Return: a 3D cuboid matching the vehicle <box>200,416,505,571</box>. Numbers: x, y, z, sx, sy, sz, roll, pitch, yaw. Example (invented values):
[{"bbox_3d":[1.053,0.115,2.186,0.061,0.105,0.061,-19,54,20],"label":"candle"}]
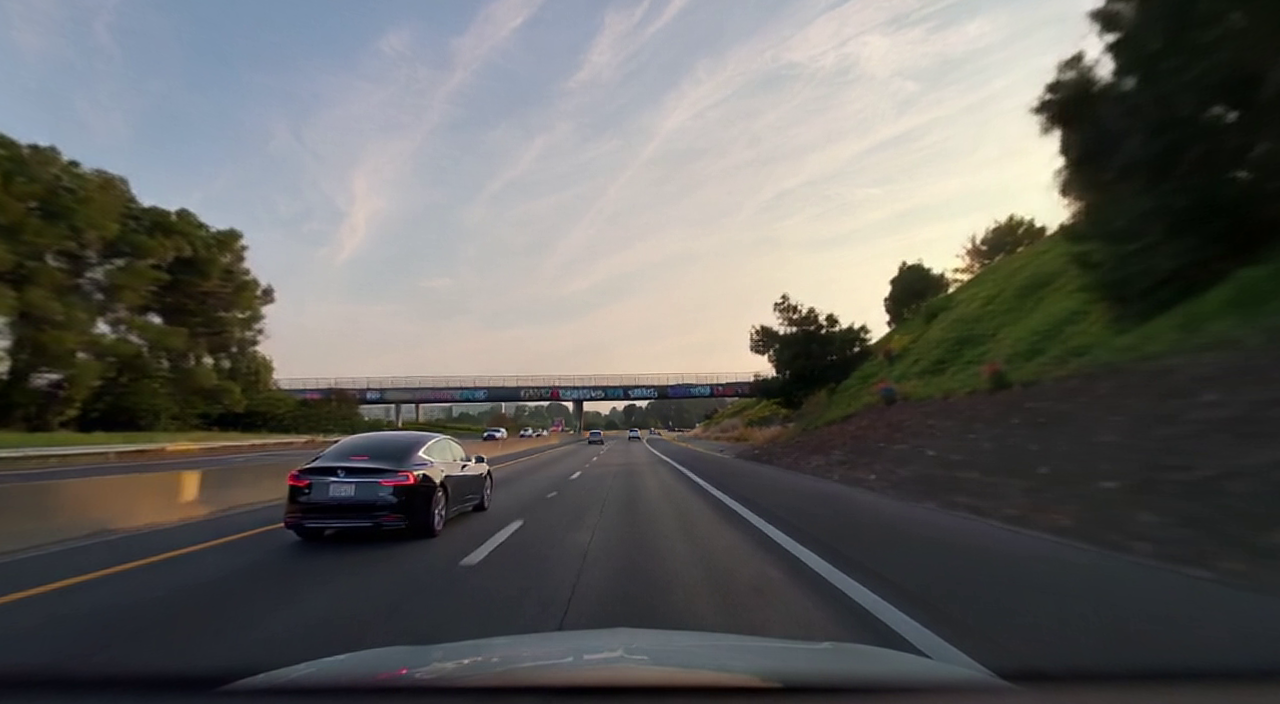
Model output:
[{"bbox_3d":[-3.412,1.747,8.733,2.108,1.555,4.574,0,-8,-1],"label":"vehicle"}]
